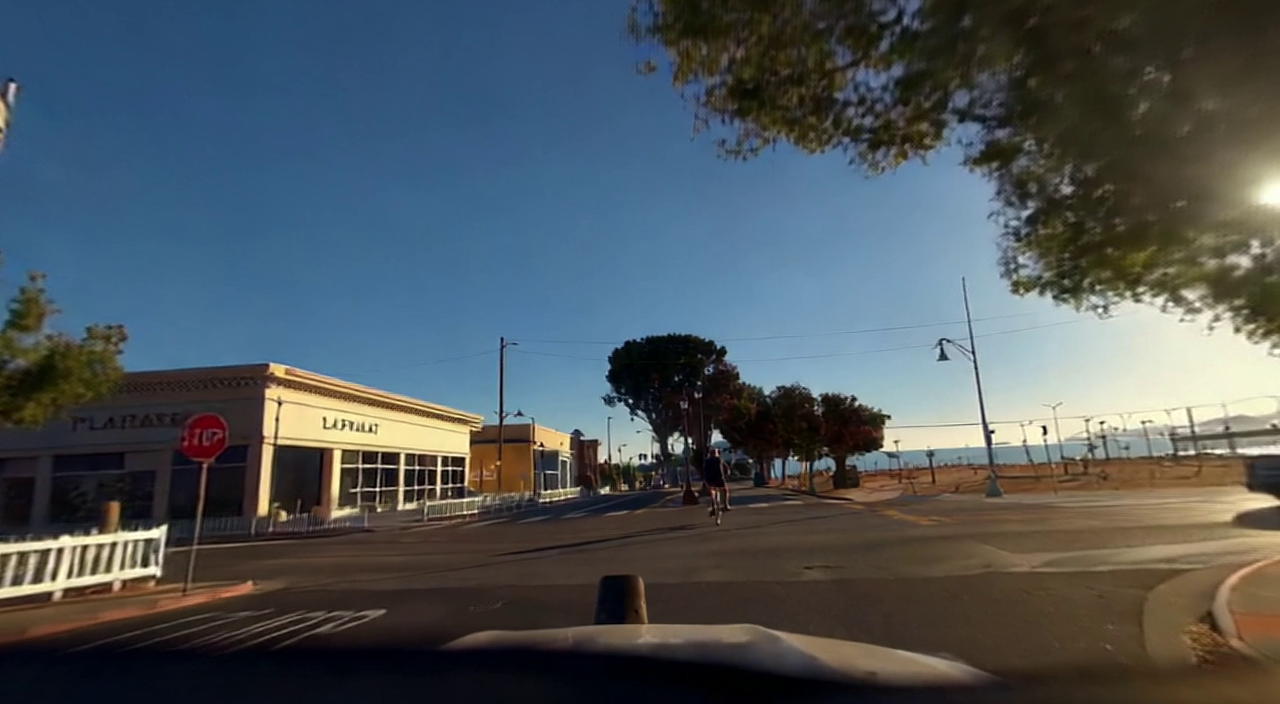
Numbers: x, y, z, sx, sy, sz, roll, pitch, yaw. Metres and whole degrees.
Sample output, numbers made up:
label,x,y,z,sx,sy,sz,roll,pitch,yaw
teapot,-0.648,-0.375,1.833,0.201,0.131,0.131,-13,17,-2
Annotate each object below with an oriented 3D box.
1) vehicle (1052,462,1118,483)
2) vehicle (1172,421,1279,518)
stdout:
label,x,y,z,sx,sy,sz,roll,pitch,yaw
vehicle,34.322,9.334,48.770,3.794,1.403,1.636,-2,-11,-1
vehicle,12.489,1.897,10.310,5.323,1.479,2.112,-2,-9,11
